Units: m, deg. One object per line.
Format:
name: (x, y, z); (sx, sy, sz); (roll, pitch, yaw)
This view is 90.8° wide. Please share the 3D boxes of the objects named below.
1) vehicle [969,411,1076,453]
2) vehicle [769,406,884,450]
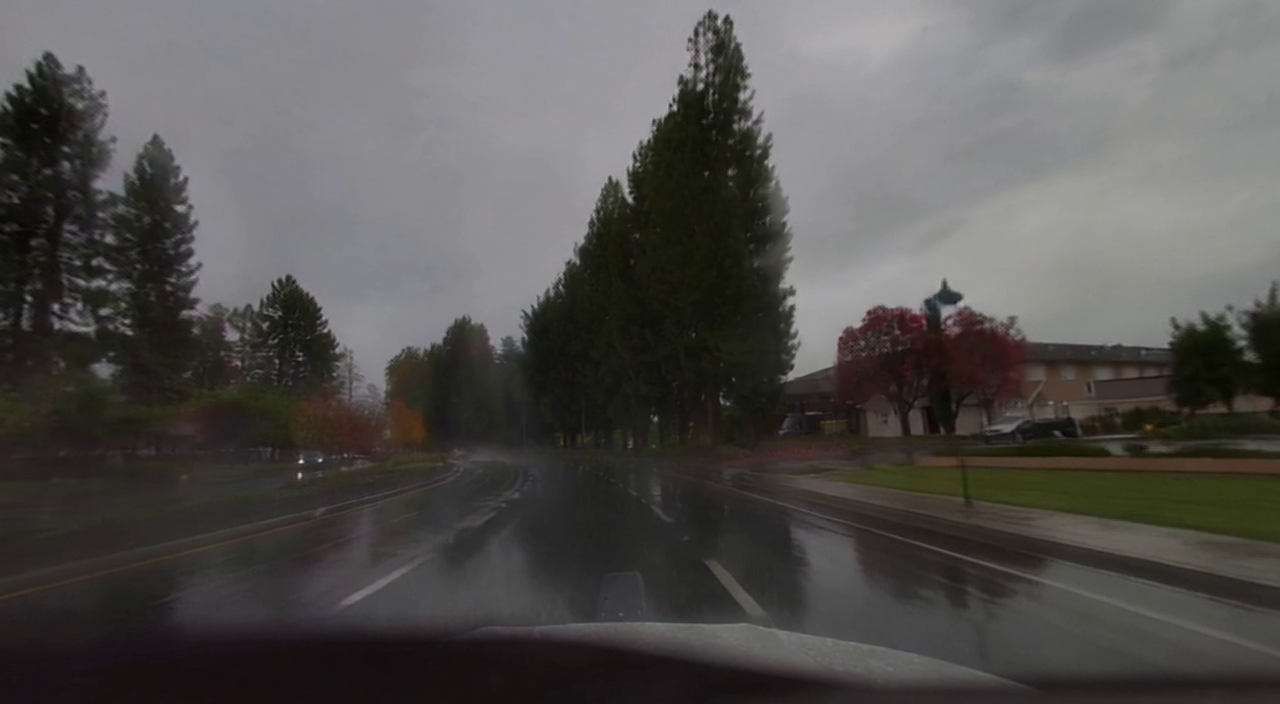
vehicle: (18.854, 3.981, 31.096); (4.802, 1.900, 2.373); (5, -10, -31)
vehicle: (12.917, 5.476, 44.548); (2.757, 2.765, 7.526); (6, -11, -36)
